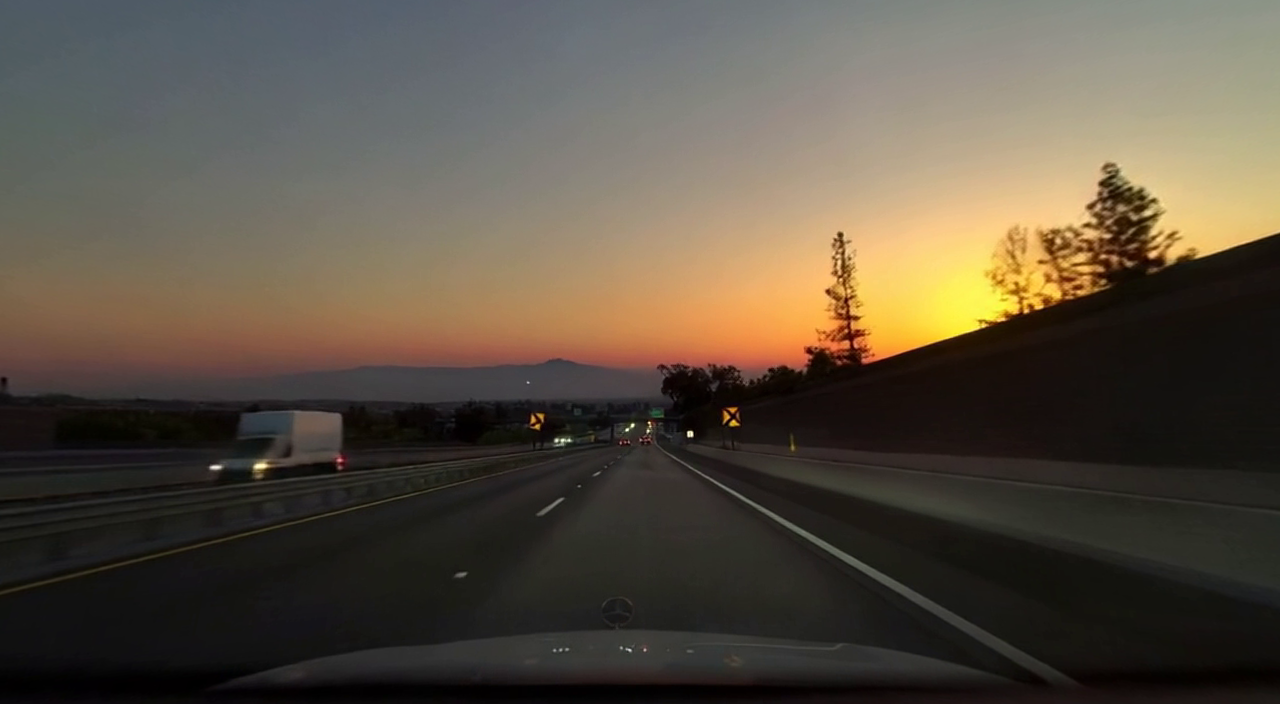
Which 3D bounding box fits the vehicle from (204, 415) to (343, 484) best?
[{"bbox_3d":[-15.934,4.285,27.982,2.344,2.645,6.259,-1,-8,1],"label":"vehicle"}]
